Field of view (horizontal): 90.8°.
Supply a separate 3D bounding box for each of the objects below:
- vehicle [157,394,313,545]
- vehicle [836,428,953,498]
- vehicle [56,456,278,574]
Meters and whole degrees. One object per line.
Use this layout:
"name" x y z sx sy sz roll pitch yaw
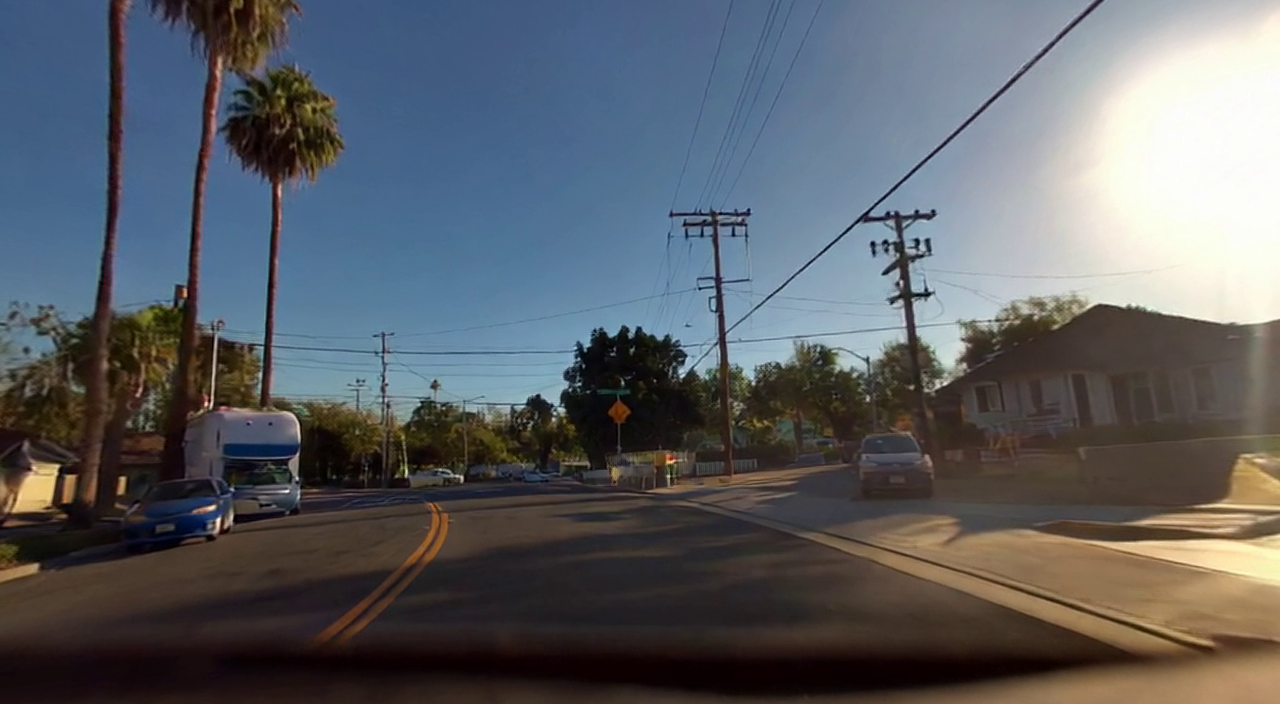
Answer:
"vehicle" -13.076 3.653 21.552 3.216 3.720 11.364 2 -8 -27
"vehicle" 8.082 3.509 20.795 2.508 1.887 5.930 -3 -7 12
"vehicle" -9.047 3.032 12.711 2.103 1.599 4.865 1 -7 -19
